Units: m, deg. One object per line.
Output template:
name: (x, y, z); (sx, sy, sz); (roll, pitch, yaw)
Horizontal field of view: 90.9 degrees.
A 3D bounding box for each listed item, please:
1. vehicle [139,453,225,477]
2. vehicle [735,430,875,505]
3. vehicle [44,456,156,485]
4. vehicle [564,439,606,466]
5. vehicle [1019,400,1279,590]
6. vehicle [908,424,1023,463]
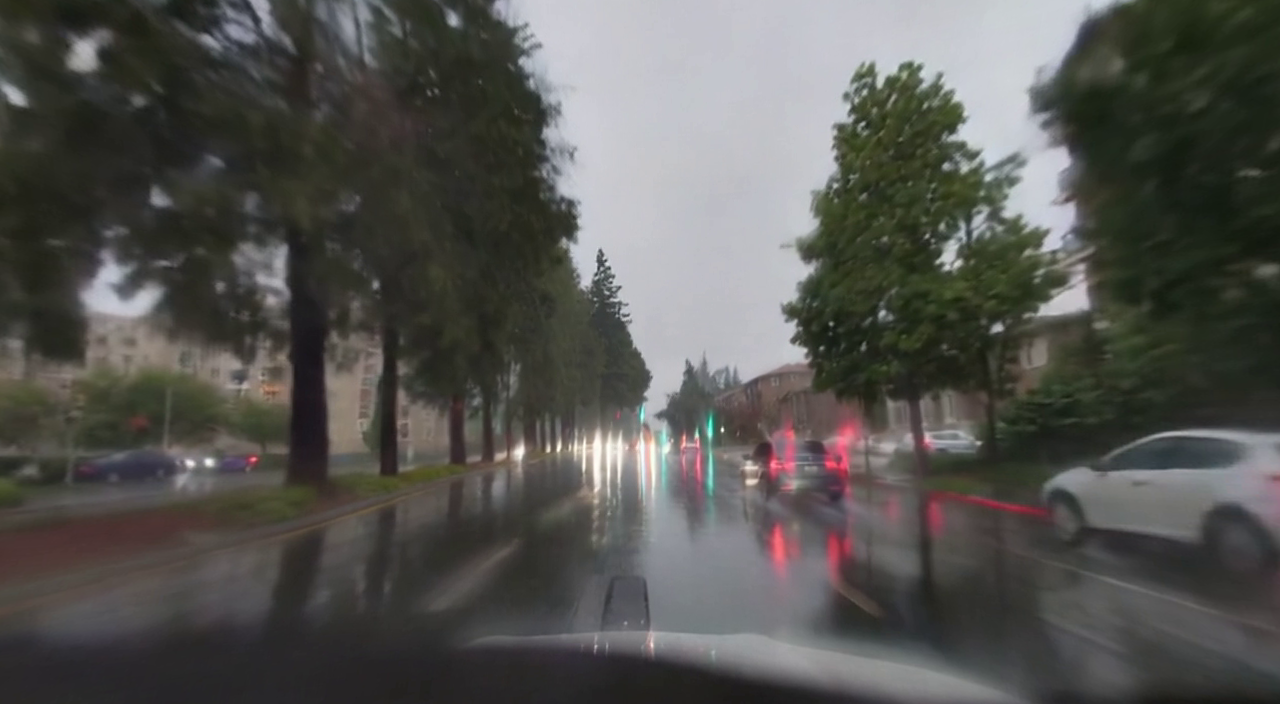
vehicle: (-31.036, 7.652, 42.797); (2.067, 1.497, 4.306); (-8, -12, 42)
vehicle: (3.689, 2.693, 15.072); (2.128, 1.502, 4.572); (0, -9, 0)
vehicle: (-30.516, 6.666, 35.703); (2.058, 1.461, 4.498); (-9, -12, 44)
vehicle: (-3.236, 6.079, 38.142); (2.049, 1.485, 4.656); (0, -9, 1)
vehicle: (6.946, 1.541, 7.310); (2.121, 1.727, 4.789); (0, -9, 1)
vehicle: (15.790, 4.469, 30.764); (4.410, 1.795, 2.078); (0, -9, -1)
